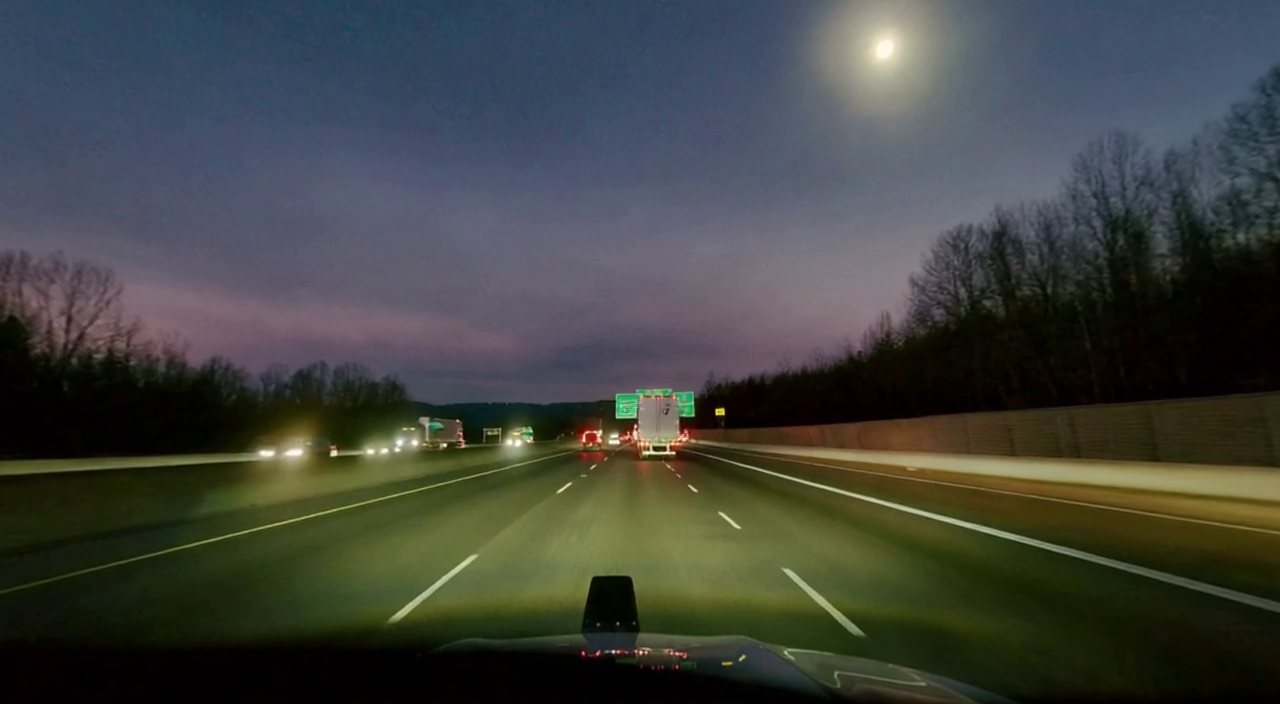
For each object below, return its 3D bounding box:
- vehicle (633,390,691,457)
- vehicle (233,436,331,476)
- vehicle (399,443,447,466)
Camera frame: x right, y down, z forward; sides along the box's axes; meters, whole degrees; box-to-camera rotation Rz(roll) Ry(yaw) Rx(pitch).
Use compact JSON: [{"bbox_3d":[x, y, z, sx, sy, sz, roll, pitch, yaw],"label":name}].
[{"bbox_3d":[1.208,5.431,45.758,2.965,3.972,16.689,0,-8,-2],"label":"vehicle"},{"bbox_3d":[-18.813,5.454,33.427,2.106,1.954,5.200,0,-8,0],"label":"vehicle"},{"bbox_3d":[-14.687,6.937,42.718,1.772,1.463,3.906,0,-8,1],"label":"vehicle"}]
